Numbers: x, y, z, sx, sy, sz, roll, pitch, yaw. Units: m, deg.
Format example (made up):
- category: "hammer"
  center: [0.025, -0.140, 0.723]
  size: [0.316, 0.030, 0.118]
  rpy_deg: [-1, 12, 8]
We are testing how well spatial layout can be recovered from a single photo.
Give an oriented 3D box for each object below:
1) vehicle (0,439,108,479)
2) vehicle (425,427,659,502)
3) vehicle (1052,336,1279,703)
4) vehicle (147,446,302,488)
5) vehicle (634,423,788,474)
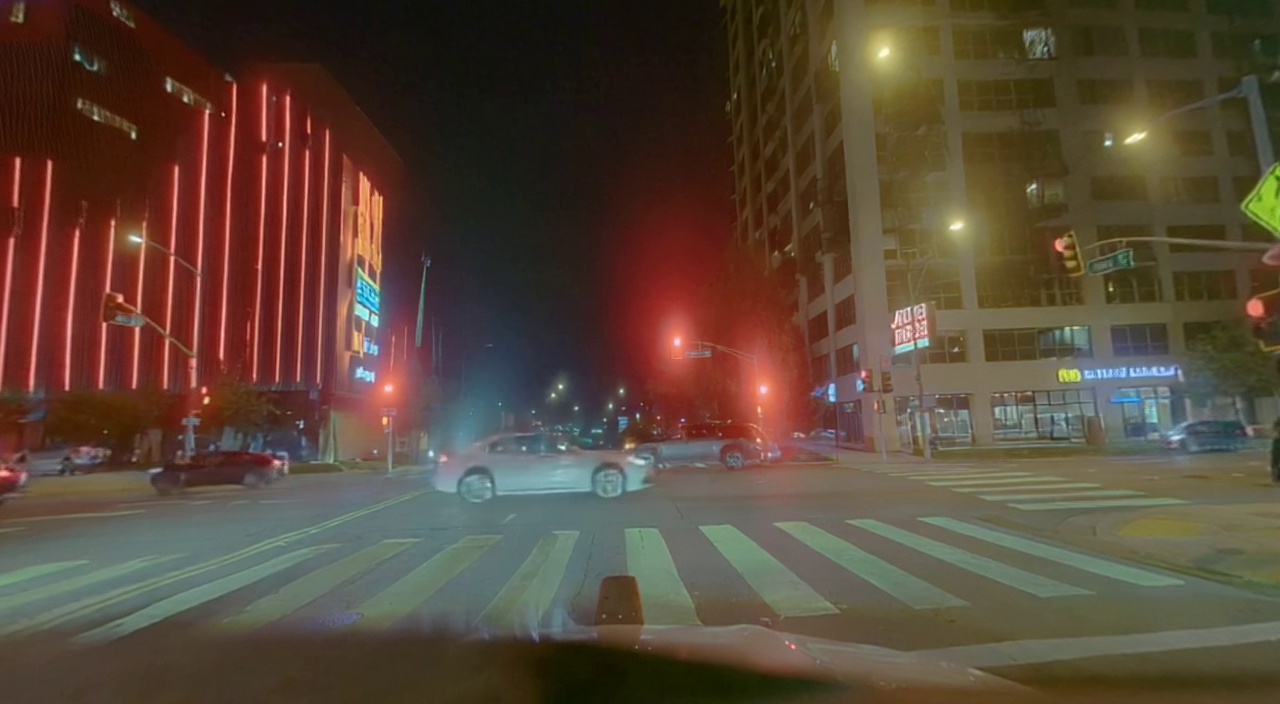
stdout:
- category: "vehicle"
  center: [-31.542, 5.608, 33.546]
  size: [2.205, 1.903, 5.877]
  rpy_deg: [1, -9, -10]
- category: "vehicle"
  center: [-2.093, 2.440, 13.991]
  size: [4.758, 1.480, 1.849]
  rpy_deg: [1, -8, -9]
- category: "vehicle"
  center: [3.000, 0.609, 0.867]
  size: [1.866, 1.654, 4.354]
  rpy_deg: [0, -8, -1]
- category: "vehicle"
  center: [-15.397, 4.250, 23.644]
  size: [4.461, 1.443, 1.715]
  rpy_deg: [1, -9, -10]
- category: "vehicle"
  center: [2.212, 3.108, 20.472]
  size: [4.612, 1.521, 1.811]
  rpy_deg: [1, -9, -9]
